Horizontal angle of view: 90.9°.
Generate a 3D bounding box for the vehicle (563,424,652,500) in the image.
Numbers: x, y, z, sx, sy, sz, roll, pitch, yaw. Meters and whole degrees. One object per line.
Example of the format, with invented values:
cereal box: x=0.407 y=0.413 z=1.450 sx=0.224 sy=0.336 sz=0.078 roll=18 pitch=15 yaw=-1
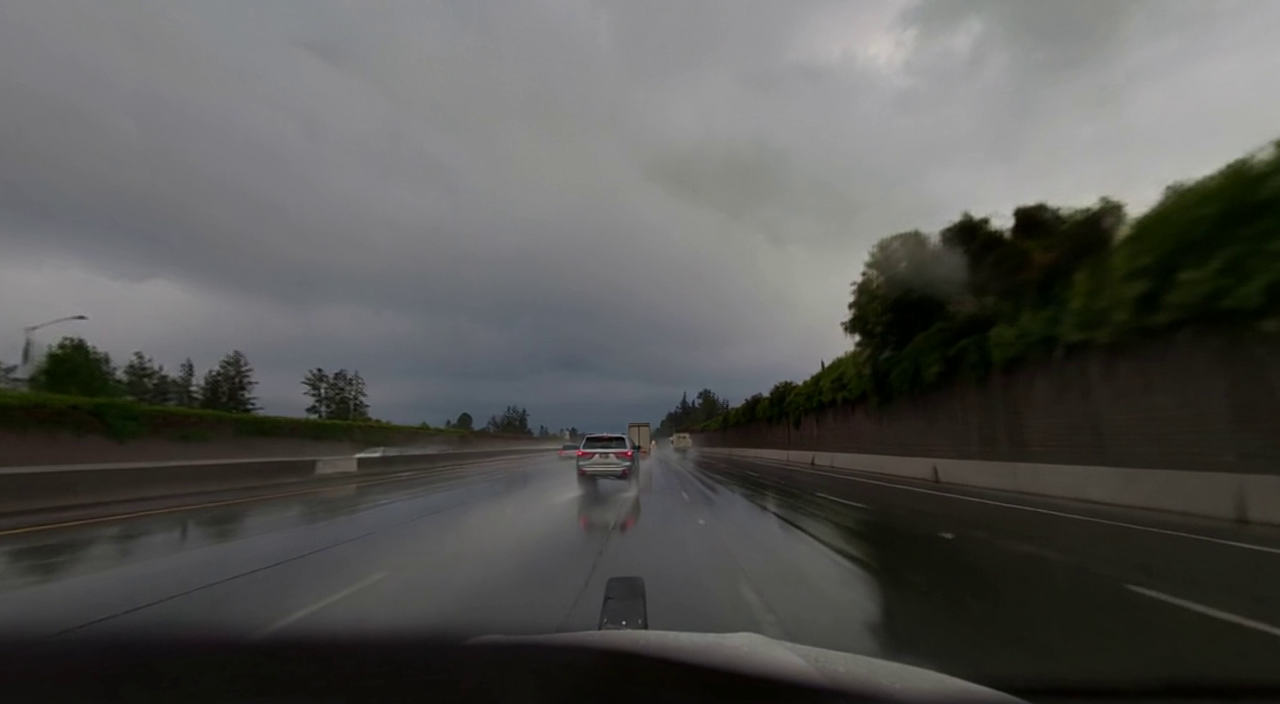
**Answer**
vehicle: x=-0.736 y=2.940 z=17.198 sx=2.114 sy=1.787 sz=4.365 roll=0 pitch=-8 yaw=1
